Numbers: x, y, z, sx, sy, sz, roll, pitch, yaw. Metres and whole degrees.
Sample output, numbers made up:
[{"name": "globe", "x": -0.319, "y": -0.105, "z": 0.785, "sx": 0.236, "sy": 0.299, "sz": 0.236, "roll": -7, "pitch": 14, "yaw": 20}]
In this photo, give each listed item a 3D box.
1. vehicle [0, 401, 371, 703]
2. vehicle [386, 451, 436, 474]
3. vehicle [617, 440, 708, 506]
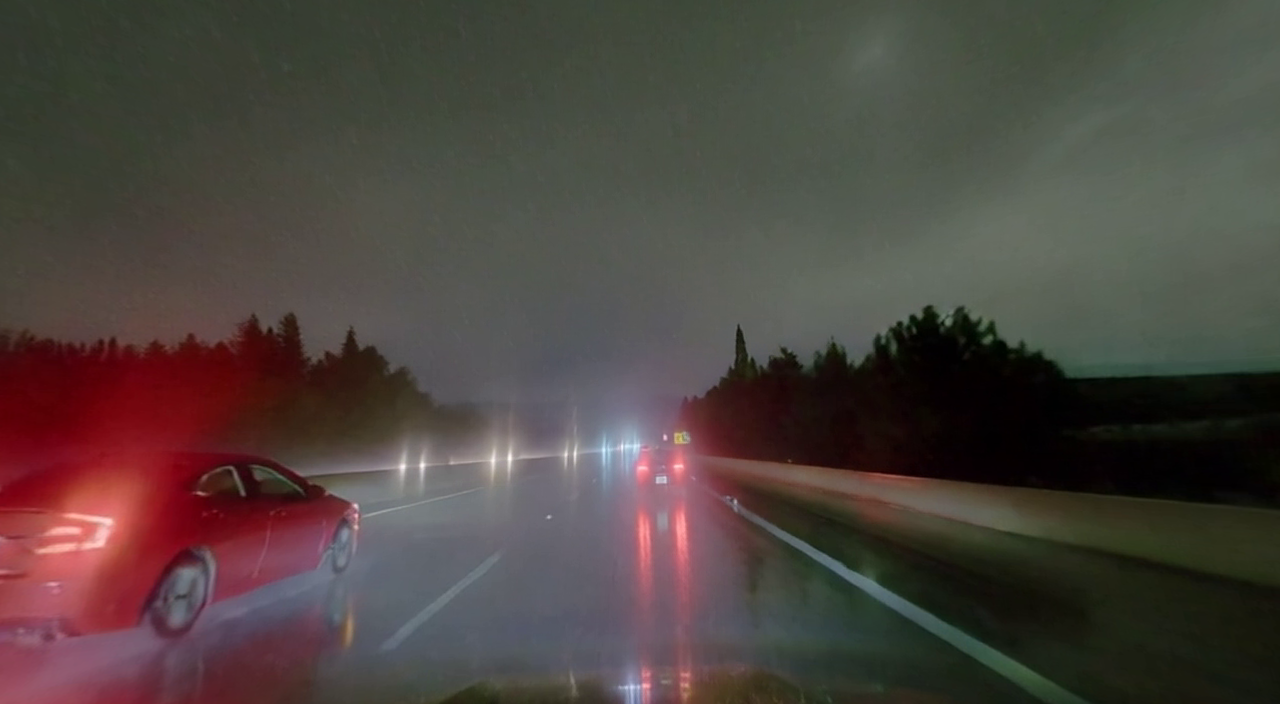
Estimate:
[{"name": "vehicle", "x": -3.746, "y": 1.310, "z": 4.749, "sx": 2.083, "sy": 1.548, "sz": 4.251, "roll": 1, "pitch": -9, "yaw": -9}, {"name": "vehicle", "x": -17.122, "y": 8.287, "z": 47.055, "sx": 1.900, "sy": 1.582, "sz": 4.150, "roll": -1, "pitch": -9, "yaw": 5}, {"name": "vehicle", "x": 0.458, "y": 3.173, "z": 16.872, "sx": 2.021, "sy": 1.533, "sz": 4.014, "roll": 0, "pitch": -9, "yaw": -4}]
